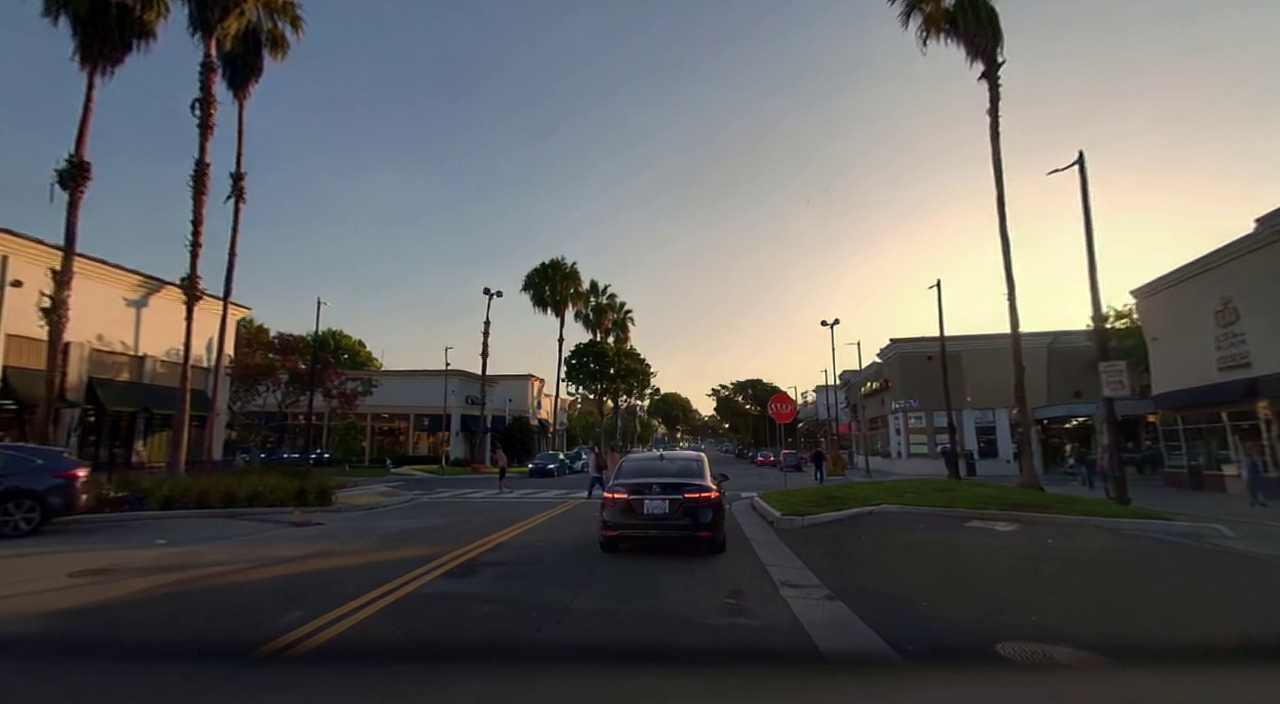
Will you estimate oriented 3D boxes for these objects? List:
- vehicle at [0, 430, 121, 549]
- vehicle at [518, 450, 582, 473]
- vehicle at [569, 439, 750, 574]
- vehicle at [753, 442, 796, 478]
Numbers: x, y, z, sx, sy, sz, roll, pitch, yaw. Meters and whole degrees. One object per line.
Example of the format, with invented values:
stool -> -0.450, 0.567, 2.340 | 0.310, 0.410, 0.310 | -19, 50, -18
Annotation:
vehicle -> -10.778, 2.061, 9.515 | 2.089, 1.731, 4.223 | -9, -12, 44
vehicle -> -6.910, 8.464, 48.988 | 4.529, 1.682, 1.895 | 6, -11, -36
vehicle -> 0.351, 2.037, 9.135 | 2.031, 1.479, 3.969 | -1, -9, 4
vehicle -> 9.423, 7.556, 44.304 | 2.467, 2.369, 1.577 | 5, -10, -36
